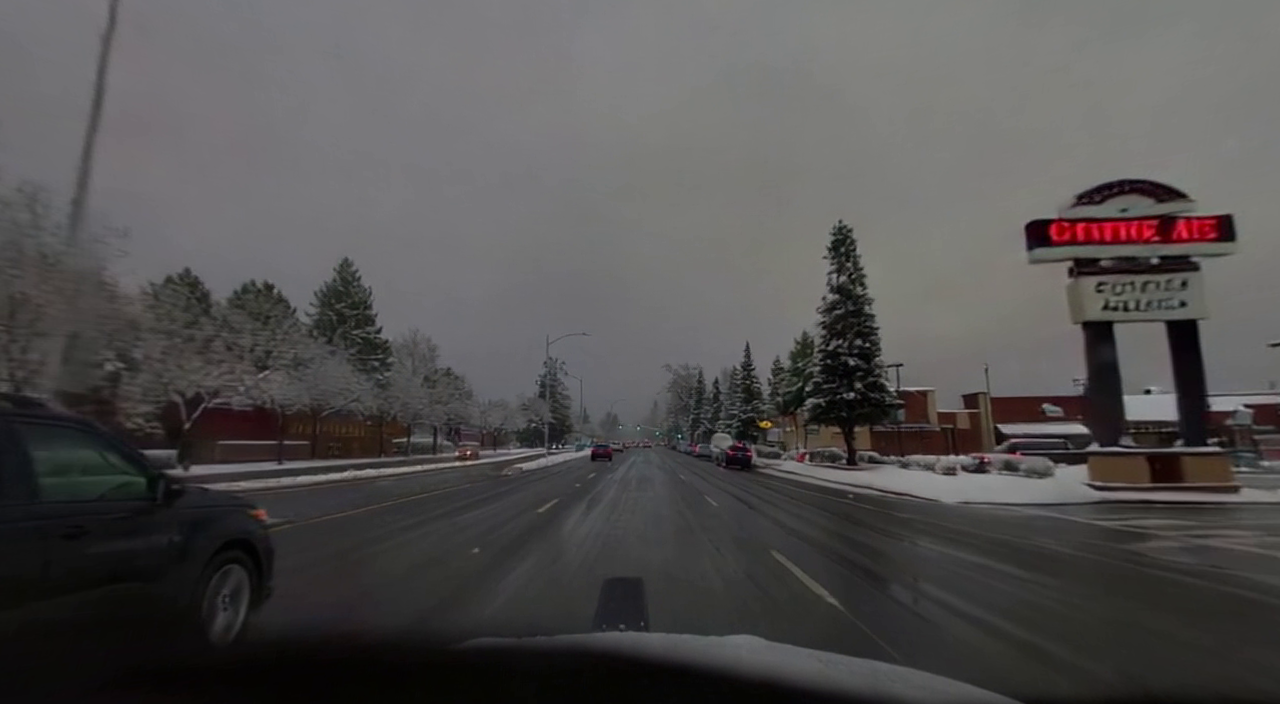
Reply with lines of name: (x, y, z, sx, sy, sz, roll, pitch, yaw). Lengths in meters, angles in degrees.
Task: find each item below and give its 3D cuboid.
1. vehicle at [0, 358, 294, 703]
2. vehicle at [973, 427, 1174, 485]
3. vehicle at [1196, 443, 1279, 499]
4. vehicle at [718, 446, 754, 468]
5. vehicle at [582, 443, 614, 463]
vehicle: (-3.525, 0.853, 2.520, 1.983, 1.635, 3.957, 0, -8, 0)
vehicle: (15.820, 3.734, 23.396, 1.691, 1.670, 5.790, 0, -4, -39)
vehicle: (20.512, 3.935, 21.332, 2.102, 1.673, 4.947, -8, -12, 44)
vehicle: (6.796, 7.470, 44.960, 1.888, 1.425, 4.547, 0, -8, 0)
vehicle: (-3.094, 7.520, 47.126, 2.005, 1.446, 4.265, 0, -8, 1)
